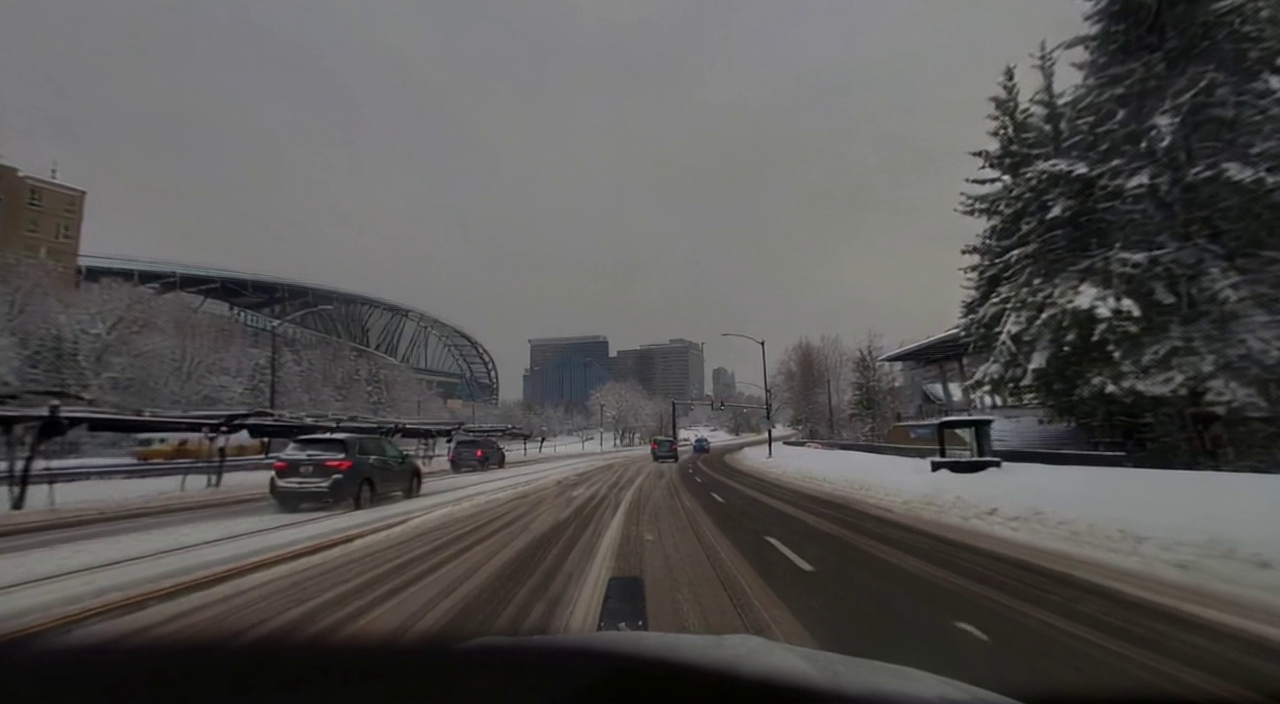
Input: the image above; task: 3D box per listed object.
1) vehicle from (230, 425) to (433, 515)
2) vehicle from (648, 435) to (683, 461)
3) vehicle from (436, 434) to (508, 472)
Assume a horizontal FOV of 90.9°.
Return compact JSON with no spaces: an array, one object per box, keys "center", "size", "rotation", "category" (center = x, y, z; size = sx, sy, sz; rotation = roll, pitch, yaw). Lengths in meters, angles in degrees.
[{"center":[-6.768,2.614,14.579],"size":[2.181,1.728,4.515],"rotation":[0,-8,3],"category":"vehicle"},{"center":[1.971,7.210,47.373],"size":[2.345,1.803,4.261],"rotation":[-1,-8,6],"category":"vehicle"},{"center":[-8.425,5.122,32.182],"size":[2.097,1.782,4.682],"rotation":[-1,-8,4],"category":"vehicle"}]
